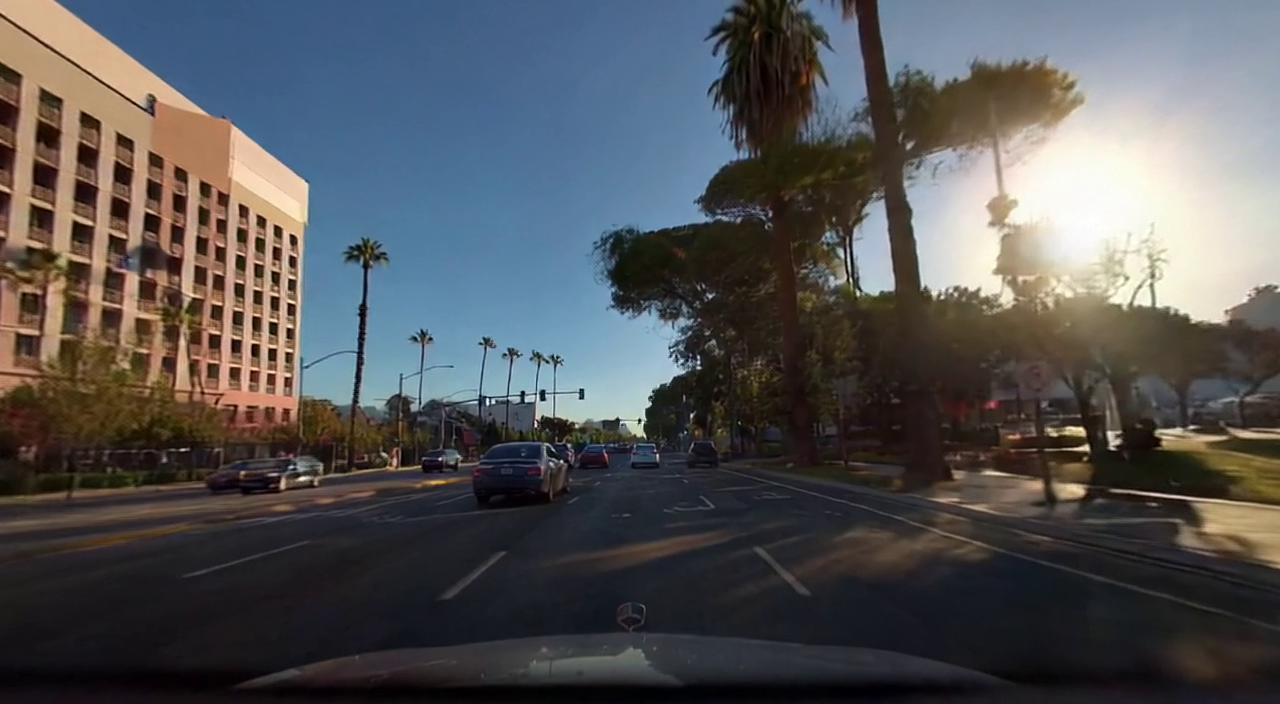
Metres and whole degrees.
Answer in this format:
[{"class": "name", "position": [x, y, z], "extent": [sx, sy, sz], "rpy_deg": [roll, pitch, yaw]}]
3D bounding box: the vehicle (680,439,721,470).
[{"class": "vehicle", "position": [3.745, 6.413, 39.585], "extent": [2.108, 1.785, 4.334], "rpy_deg": [0, -8, 0]}]

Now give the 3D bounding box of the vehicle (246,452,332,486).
[{"class": "vehicle", "position": [-20.183, 6.726, 36.553], "extent": [2.022, 1.754, 5.050], "rpy_deg": [-1, -9, 1]}]

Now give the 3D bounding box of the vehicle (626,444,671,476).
[{"class": "vehicle", "position": [0.422, 5.527, 32.437], "extent": [2.147, 1.507, 3.953], "rpy_deg": [0, -8, 0]}]

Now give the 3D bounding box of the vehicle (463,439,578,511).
[{"class": "vehicle", "position": [-2.758, 2.939, 15.602], "extent": [1.908, 1.505, 4.369], "rpy_deg": [-1, -8, 1]}]

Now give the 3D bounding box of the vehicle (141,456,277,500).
[{"class": "vehicle", "position": [-17.089, 4.986, 25.375], "extent": [1.937, 1.480, 4.889], "rpy_deg": [-1, -9, 1]}]
